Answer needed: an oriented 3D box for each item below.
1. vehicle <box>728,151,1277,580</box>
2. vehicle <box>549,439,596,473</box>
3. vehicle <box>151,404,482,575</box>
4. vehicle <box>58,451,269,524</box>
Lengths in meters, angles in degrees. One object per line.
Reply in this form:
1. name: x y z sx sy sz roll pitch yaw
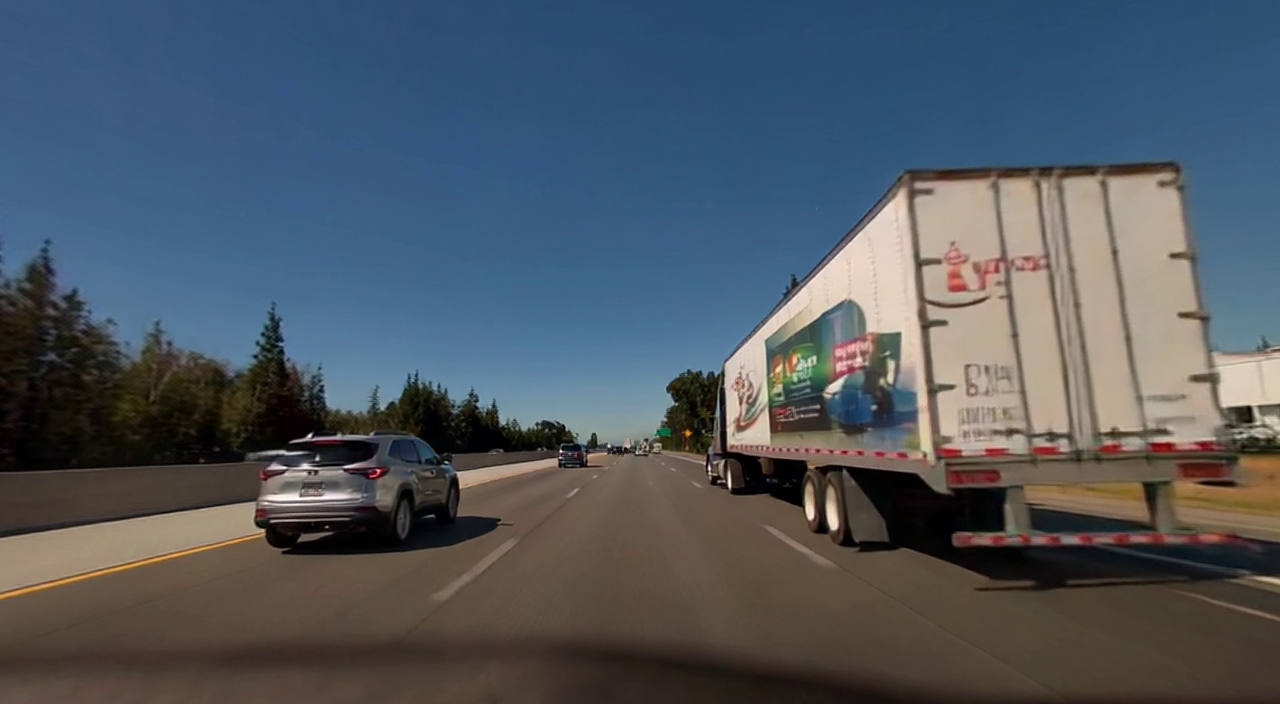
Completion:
1. vehicle: 4.401 1.069 13.042 2.998 4.236 13.886 0 -9 0
2. vehicle: -3.684 5.764 35.084 2.139 1.716 4.530 0 -9 0
3. vehicle: -3.957 1.786 8.926 2.202 1.760 4.617 0 -9 0
4. vehicle: -12.367 3.498 16.819 2.173 1.625 4.459 0 -9 -1
